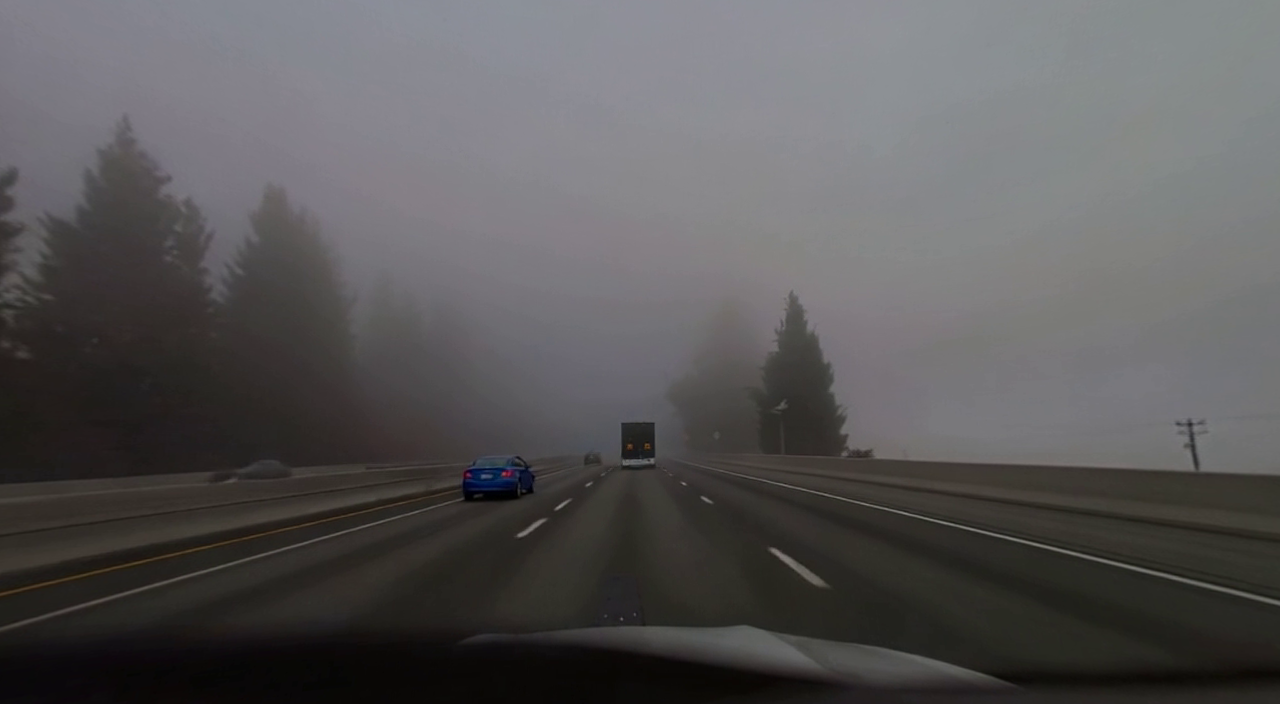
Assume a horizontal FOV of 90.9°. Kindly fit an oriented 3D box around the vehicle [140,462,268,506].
[{"bbox_3d":[-18.410,5.551,26.931,2.075,1.578,4.615,0,-9,2],"label":"vehicle"}]

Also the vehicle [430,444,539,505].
[{"bbox_3d":[-4.267,3.414,18.095,1.916,1.506,4.476,0,-9,1],"label":"vehicle"}]
